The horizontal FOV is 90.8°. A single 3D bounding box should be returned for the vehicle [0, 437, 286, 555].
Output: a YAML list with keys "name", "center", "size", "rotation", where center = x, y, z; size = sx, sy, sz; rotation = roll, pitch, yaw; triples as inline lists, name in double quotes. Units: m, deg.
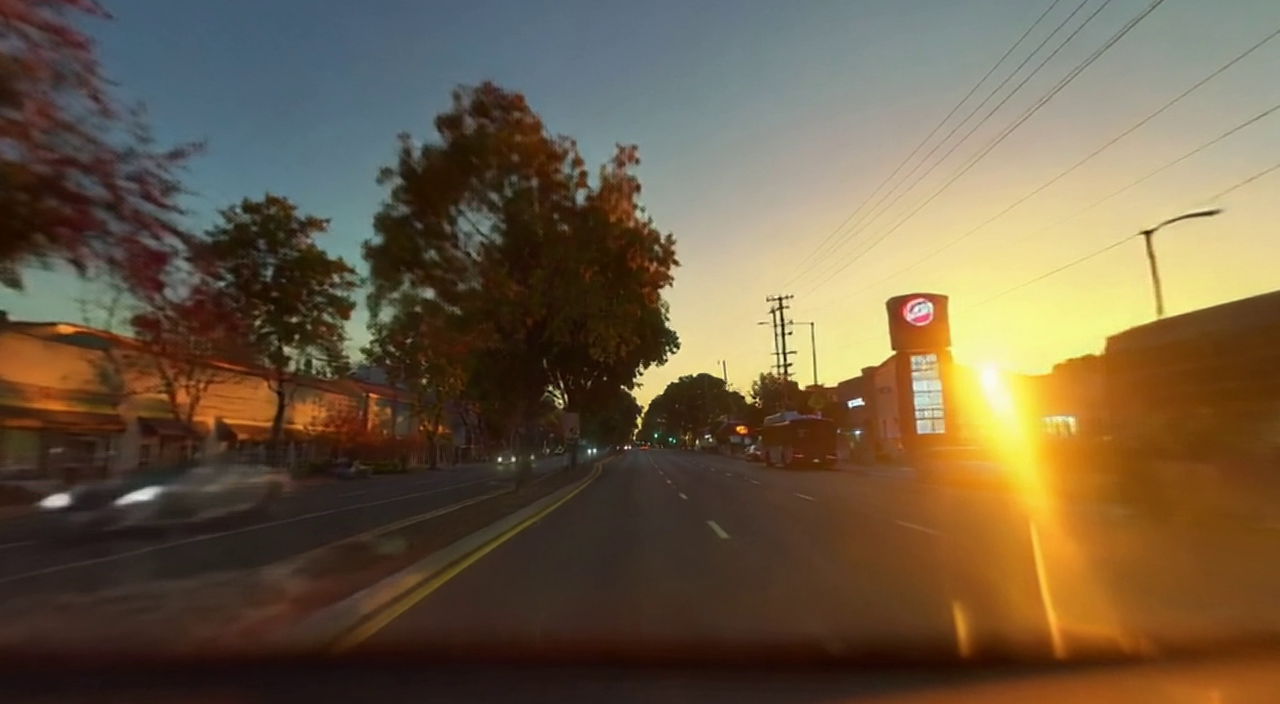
- name: "vehicle"
  center: [-8.873, 2.418, 11.506]
  size: [1.939, 1.643, 4.975]
  rotation: [0, -8, 0]

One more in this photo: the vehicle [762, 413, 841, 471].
- name: "vehicle"
  center: [9.792, 5.619, 39.184]
  size: [2.923, 3.249, 6.993]
  rotation: [0, -8, 0]

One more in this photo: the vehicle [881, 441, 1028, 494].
- name: "vehicle"
  center: [10.021, 3.692, 20.718]
  size: [2.023, 1.494, 5.029]
  rotation: [0, -8, -3]

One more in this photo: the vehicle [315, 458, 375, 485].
- name: "vehicle"
  center: [-19.552, 7.927, 42.138]
  size: [1.984, 1.578, 4.507]
  rotation: [-1, -8, -2]

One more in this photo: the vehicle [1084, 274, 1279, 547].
- name: "vehicle"
  center: [9.966, 0.697, 7.857]
  size: [2.897, 3.584, 7.857]
  rotation: [0, -9, -2]
